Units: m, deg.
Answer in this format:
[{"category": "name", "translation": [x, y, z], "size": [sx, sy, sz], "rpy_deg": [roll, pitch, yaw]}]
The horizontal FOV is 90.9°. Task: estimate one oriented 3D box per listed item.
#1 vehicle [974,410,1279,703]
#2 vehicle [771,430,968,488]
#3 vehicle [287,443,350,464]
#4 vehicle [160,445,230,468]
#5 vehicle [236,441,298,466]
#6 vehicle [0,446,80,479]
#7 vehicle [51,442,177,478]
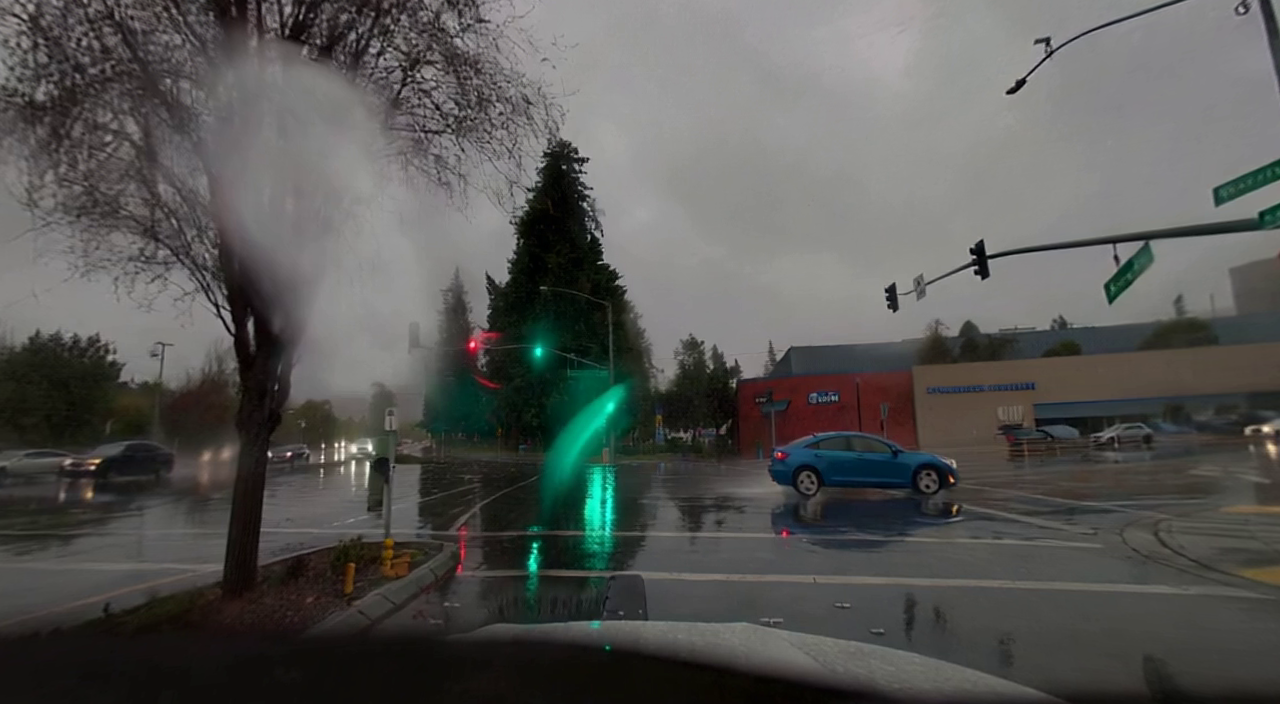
[{"category": "vehicle", "translation": [4.114, 1.064, 3.309], "size": [1.940, 1.487, 4.562], "rpy_deg": [0, -8, -4]}, {"category": "vehicle", "translation": [6.926, 3.294, 19.517], "size": [5.260, 1.657, 2.026], "rpy_deg": [0, -8, 1]}, {"category": "vehicle", "translation": [-23.438, 7.411, 46.182], "size": [2.206, 1.447, 4.697], "rpy_deg": [0, -8, -2]}, {"category": "vehicle", "translation": [-34.209, 8.001, 48.614], "size": [2.079, 1.681, 4.675], "rpy_deg": [0, -8, -2]}, {"category": "vehicle", "translation": [-27.326, 7.448, 46.320], "size": [1.886, 1.694, 4.420], "rpy_deg": [0, -8, -2]}, {"category": "vehicle", "translation": [-29.911, 5.270, 30.333], "size": [1.877, 1.475, 4.455], "rpy_deg": [0, -8, -2]}, {"category": "vehicle", "translation": [-23.167, 4.753, 28.004], "size": [2.001, 1.427, 4.285], "rpy_deg": [0, -8, -2]}]
